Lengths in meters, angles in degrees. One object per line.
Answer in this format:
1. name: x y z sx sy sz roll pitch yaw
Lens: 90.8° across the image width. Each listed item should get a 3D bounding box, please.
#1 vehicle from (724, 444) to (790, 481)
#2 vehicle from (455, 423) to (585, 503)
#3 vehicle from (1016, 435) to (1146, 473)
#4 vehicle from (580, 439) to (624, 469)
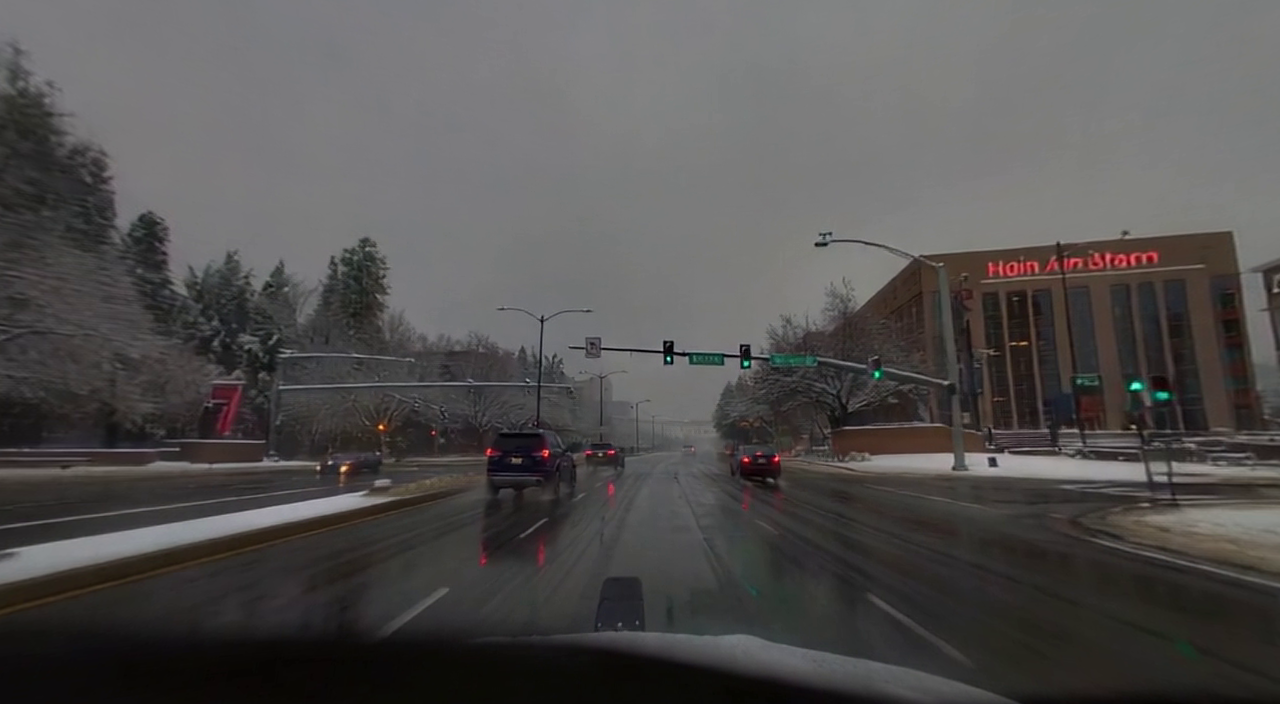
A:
1. vehicle: 4.992 4.786 27.608 1.960 1.471 4.378 0 -9 -1
2. vehicle: -3.084 3.040 17.750 2.450 1.866 5.416 0 -9 1
3. vehicle: 20.143 4.654 28.897 4.972 1.547 2.226 2 -10 -20
4. vehicle: -2.457 6.783 42.174 2.305 1.833 4.912 -1 -9 4
